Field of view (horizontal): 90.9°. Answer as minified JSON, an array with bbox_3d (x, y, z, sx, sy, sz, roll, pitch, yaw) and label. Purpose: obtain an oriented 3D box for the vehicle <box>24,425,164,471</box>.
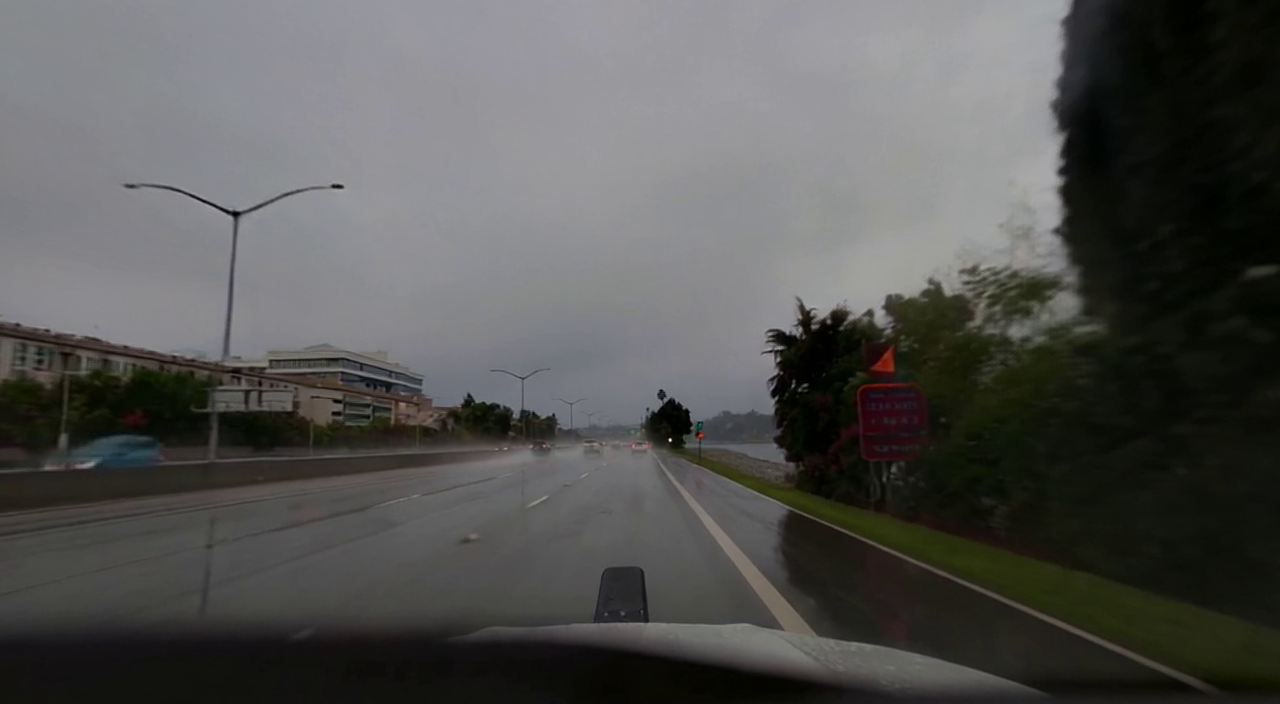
[{"bbox_3d":[-27.461,4.859,32.025,2.492,2.161,4.986,0,-8,2],"label":"vehicle"}]
